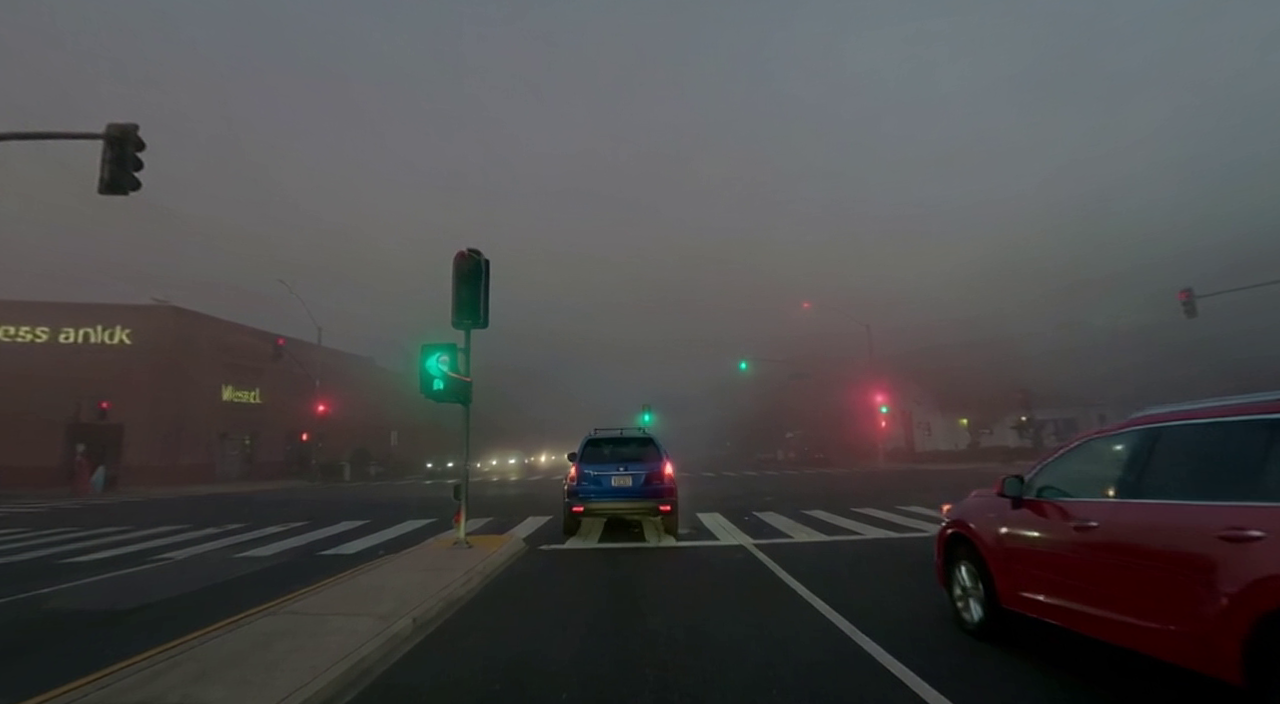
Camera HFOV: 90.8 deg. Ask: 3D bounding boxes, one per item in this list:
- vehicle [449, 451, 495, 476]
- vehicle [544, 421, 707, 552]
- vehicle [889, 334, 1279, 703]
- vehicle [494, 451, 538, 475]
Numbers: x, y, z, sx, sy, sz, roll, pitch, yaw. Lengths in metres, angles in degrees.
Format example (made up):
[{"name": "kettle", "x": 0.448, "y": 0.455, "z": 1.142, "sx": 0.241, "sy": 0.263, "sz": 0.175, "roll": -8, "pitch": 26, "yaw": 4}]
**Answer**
[{"name": "vehicle", "x": -11.857, "y": 7.869, "z": 44.818, "sx": 2.005, "sy": 1.596, "sz": 4.342, "roll": -1, "pitch": -9, "yaw": 1}, {"name": "vehicle", "x": -0.396, "y": 2.175, "z": 10.966, "sx": 2.238, "sy": 1.762, "sz": 4.445, "roll": 1, "pitch": -9, "yaw": -5}, {"name": "vehicle", "x": 3.214, "y": 0.943, "z": 3.244, "sx": 2.040, "sy": 1.674, "sz": 4.455, "roll": 0, "pitch": -9, "yaw": 0}, {"name": "vehicle", "x": -8.596, "y": 7.709, "z": 44.150, "sx": 2.163, "sy": 1.529, "sz": 4.210, "roll": -1, "pitch": -9, "yaw": 1}]
